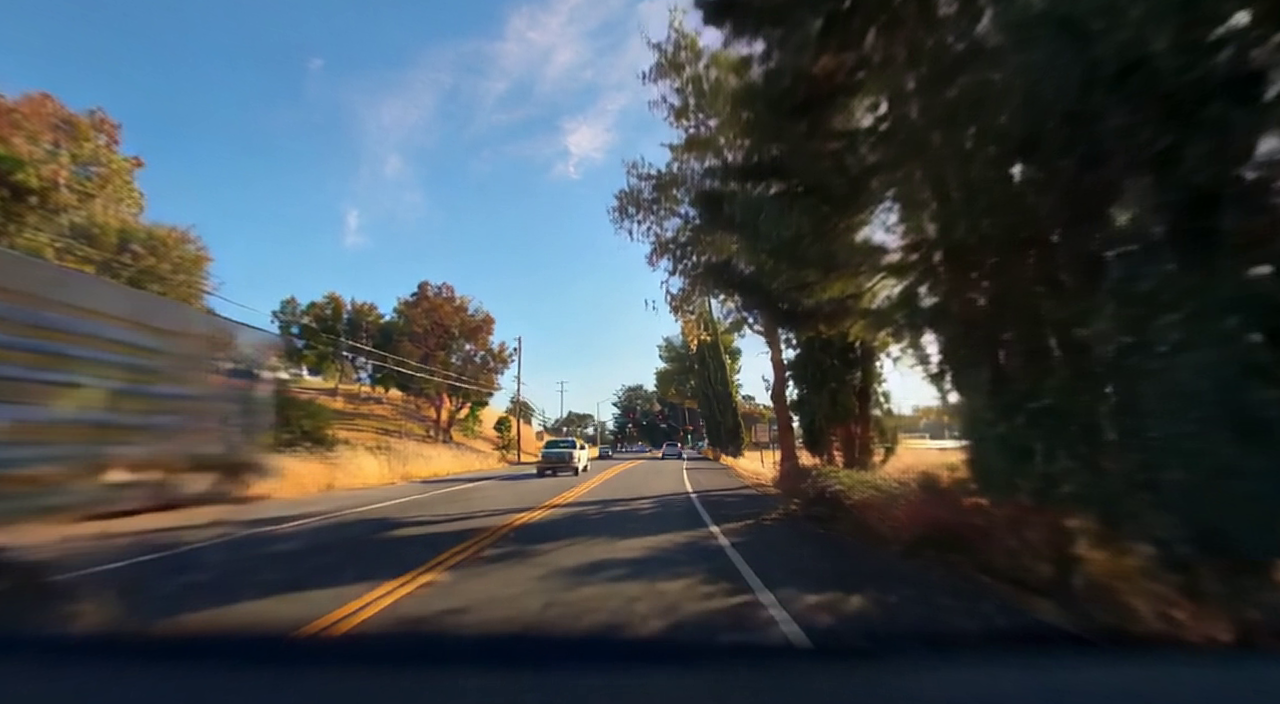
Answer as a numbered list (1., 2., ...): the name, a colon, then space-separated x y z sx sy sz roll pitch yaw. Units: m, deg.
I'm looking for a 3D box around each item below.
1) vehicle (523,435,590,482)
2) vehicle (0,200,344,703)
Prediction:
1. vehicle: -3.401 4.439 26.620 2.097 1.791 4.663 -1 -9 1
2. vehicle: -4.114 0.460 1.932 2.825 2.376 7.468 0 -9 0
